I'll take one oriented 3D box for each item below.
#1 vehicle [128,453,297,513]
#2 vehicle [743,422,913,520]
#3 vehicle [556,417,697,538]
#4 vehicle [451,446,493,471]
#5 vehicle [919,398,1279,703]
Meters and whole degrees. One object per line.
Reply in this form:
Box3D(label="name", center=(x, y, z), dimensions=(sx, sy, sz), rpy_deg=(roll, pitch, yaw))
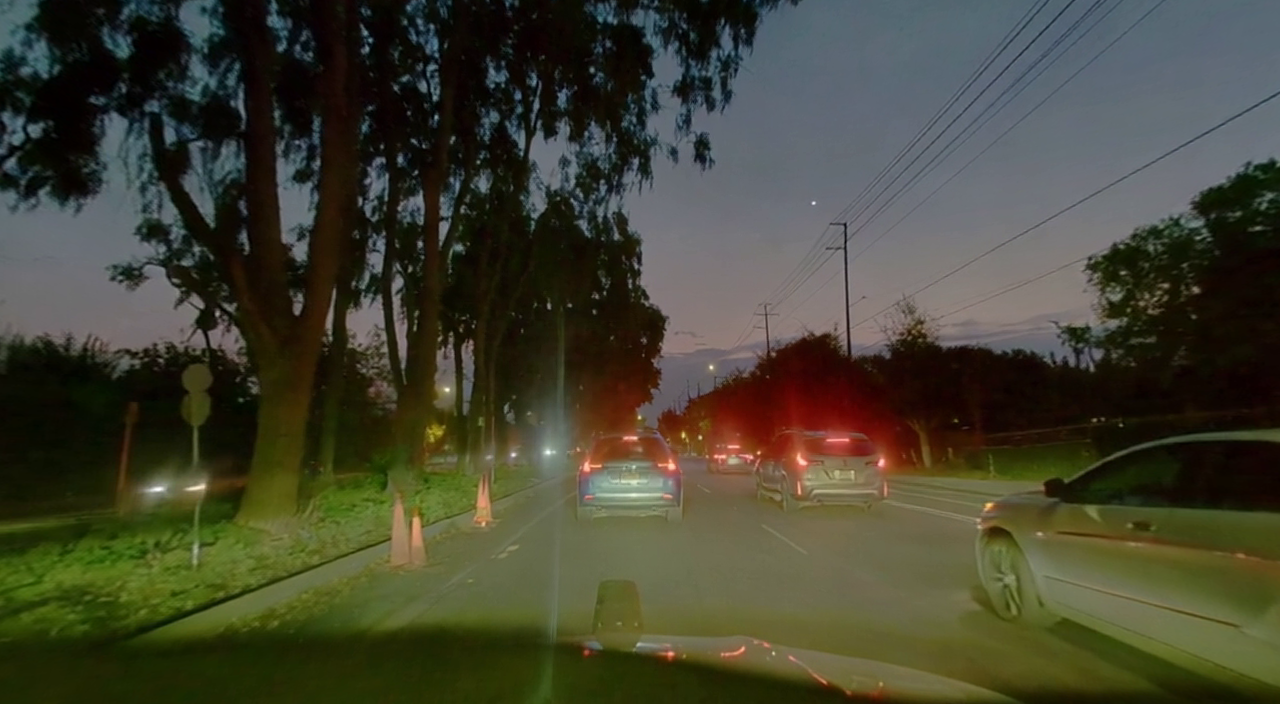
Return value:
Box3D(label="vehicle", center=(-12.254, 3.745, 18.539), dimensions=(1.836, 1.451, 4.456), rpy_deg=(-1, -8, 0))
Box3D(label="vehicle", center=(3.777, 2.490, 13.788), dimensions=(2.116, 1.726, 4.672), rpy_deg=(0, -8, -2))
Box3D(label="vehicle", center=(-0.248, 2.122, 11.255), dimensions=(2.050, 1.745, 3.915), rpy_deg=(0, -8, -1))
Box3D(label="vehicle", center=(-12.634, 8.020, 47.836), dimensions=(1.911, 1.693, 4.452), rpy_deg=(-1, -8, 1))
Box3D(label="vehicle", center=(3.401, 1.004, 3.064), dimensions=(1.977, 1.460, 4.565), rpy_deg=(0, -8, 0))
